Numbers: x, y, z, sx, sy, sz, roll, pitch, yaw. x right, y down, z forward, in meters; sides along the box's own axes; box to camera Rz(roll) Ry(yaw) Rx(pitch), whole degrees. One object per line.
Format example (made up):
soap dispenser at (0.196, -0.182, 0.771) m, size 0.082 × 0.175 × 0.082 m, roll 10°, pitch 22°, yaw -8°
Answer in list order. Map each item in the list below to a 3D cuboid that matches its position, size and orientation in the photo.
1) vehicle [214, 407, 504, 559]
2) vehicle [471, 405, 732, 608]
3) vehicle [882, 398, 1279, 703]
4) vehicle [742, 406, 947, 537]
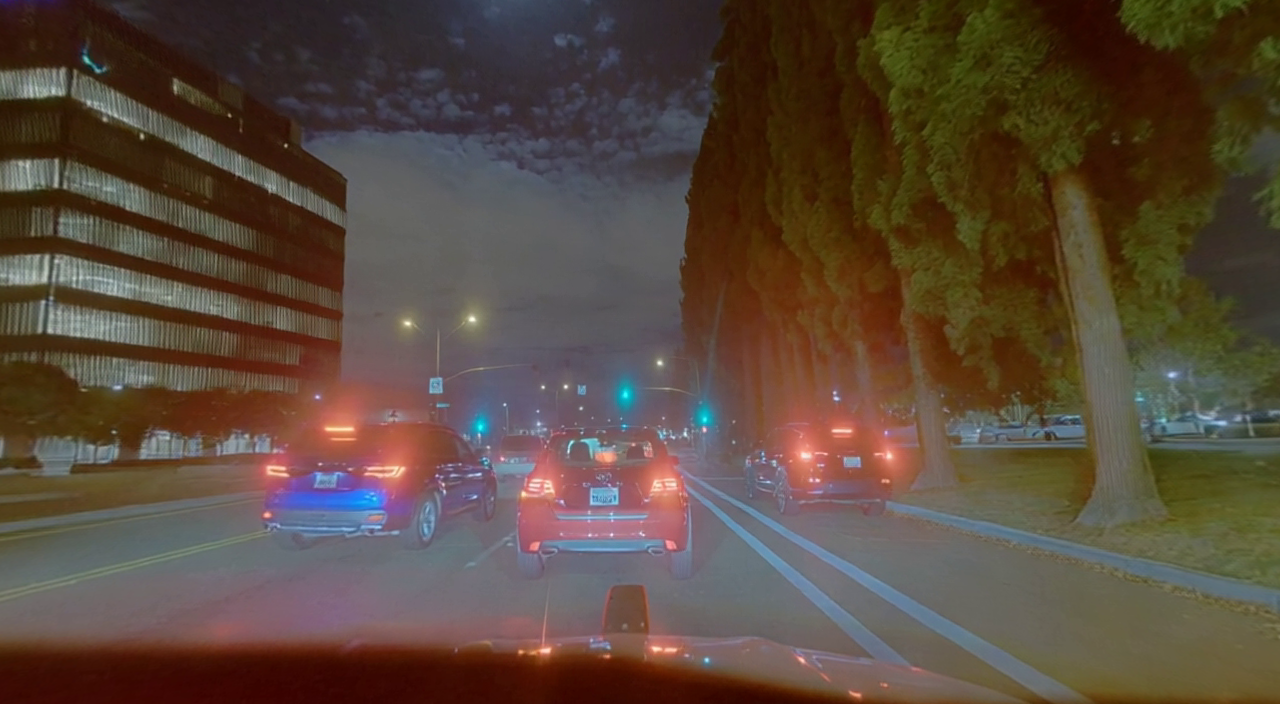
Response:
vehicle at (-3.750, 1.858, 9.698) m, size 2.141 × 1.718 × 4.809 m, roll 0°, pitch -8°, yaw 1°
vehicle at (-0.358, 1.586, 7.422) m, size 2.114 × 1.631 × 4.459 m, roll 0°, pitch -8°, yaw -1°
vehicle at (3.250, 1.081, 3.430) m, size 2.045 × 1.459 × 4.462 m, roll 0°, pitch -8°, yaw -1°
vehicle at (3.346, 2.078, 11.542) m, size 2.117 × 1.879 × 4.715 m, roll 0°, pitch -8°, yaw -1°
